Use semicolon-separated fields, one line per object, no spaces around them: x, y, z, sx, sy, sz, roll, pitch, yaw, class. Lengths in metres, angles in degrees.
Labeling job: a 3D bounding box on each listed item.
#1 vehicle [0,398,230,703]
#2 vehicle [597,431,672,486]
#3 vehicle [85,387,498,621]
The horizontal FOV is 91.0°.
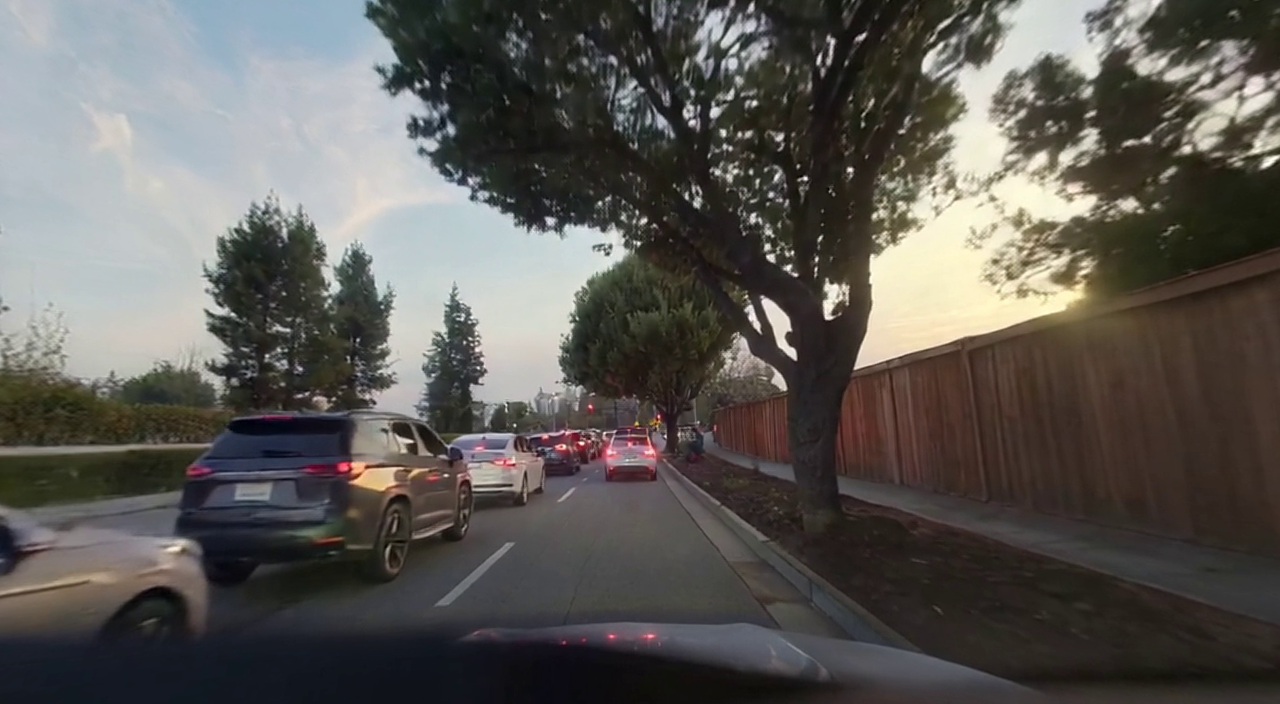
-3.030;0.729;0.893;1.966;1.472;4.305;0;-8;0;vehicle
-0.136;3.131;18.794;1.995;1.460;3.865;0;-8;0;vehicle
-3.086;1.439;6.913;1.999;1.727;4.340;0;-8;0;vehicle
